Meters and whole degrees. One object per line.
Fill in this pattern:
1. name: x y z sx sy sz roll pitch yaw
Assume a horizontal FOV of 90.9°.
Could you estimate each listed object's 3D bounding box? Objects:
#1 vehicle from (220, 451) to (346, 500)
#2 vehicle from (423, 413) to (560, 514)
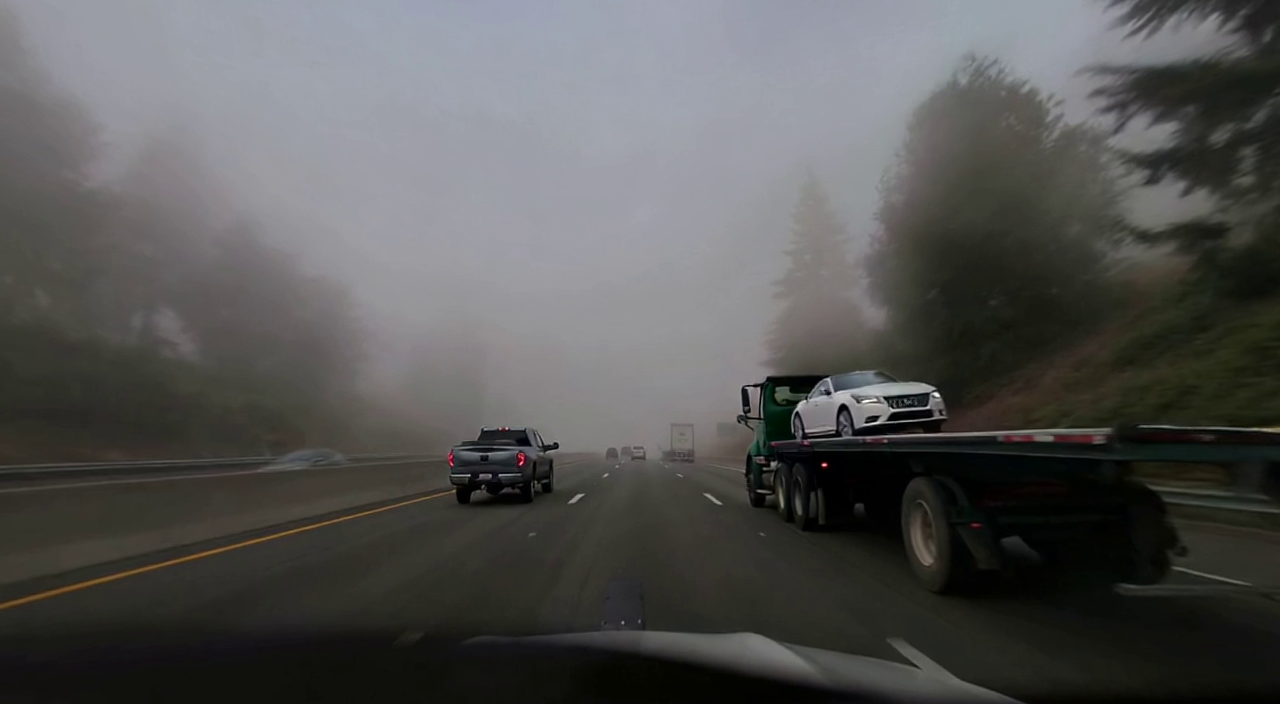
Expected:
1. vehicle: -11.833 4.080 21.269 1.706 1.473 4.346 0 -9 0
2. vehicle: -3.308 2.617 15.122 2.142 2.044 4.446 0 -9 1
